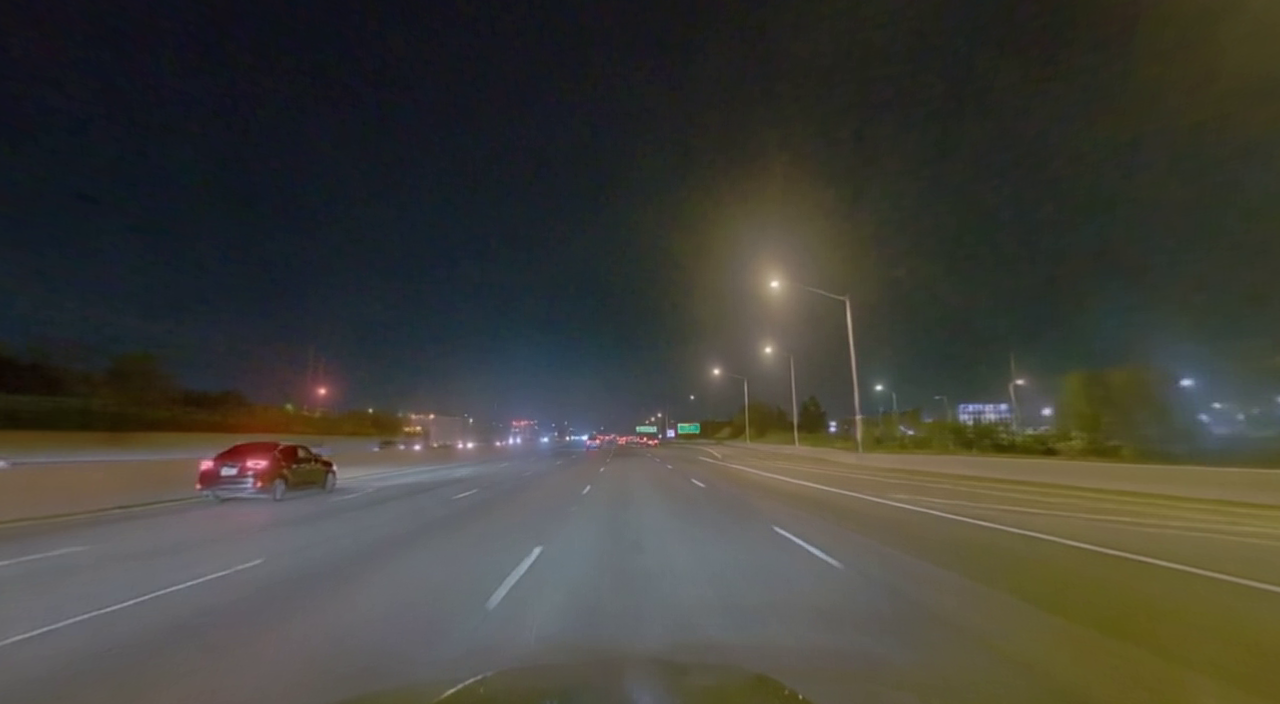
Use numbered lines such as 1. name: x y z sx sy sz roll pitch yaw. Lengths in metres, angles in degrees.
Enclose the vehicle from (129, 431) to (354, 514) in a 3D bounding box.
1. vehicle: -8.442 2.576 14.034 2.060 1.507 4.494 0 -8 0
